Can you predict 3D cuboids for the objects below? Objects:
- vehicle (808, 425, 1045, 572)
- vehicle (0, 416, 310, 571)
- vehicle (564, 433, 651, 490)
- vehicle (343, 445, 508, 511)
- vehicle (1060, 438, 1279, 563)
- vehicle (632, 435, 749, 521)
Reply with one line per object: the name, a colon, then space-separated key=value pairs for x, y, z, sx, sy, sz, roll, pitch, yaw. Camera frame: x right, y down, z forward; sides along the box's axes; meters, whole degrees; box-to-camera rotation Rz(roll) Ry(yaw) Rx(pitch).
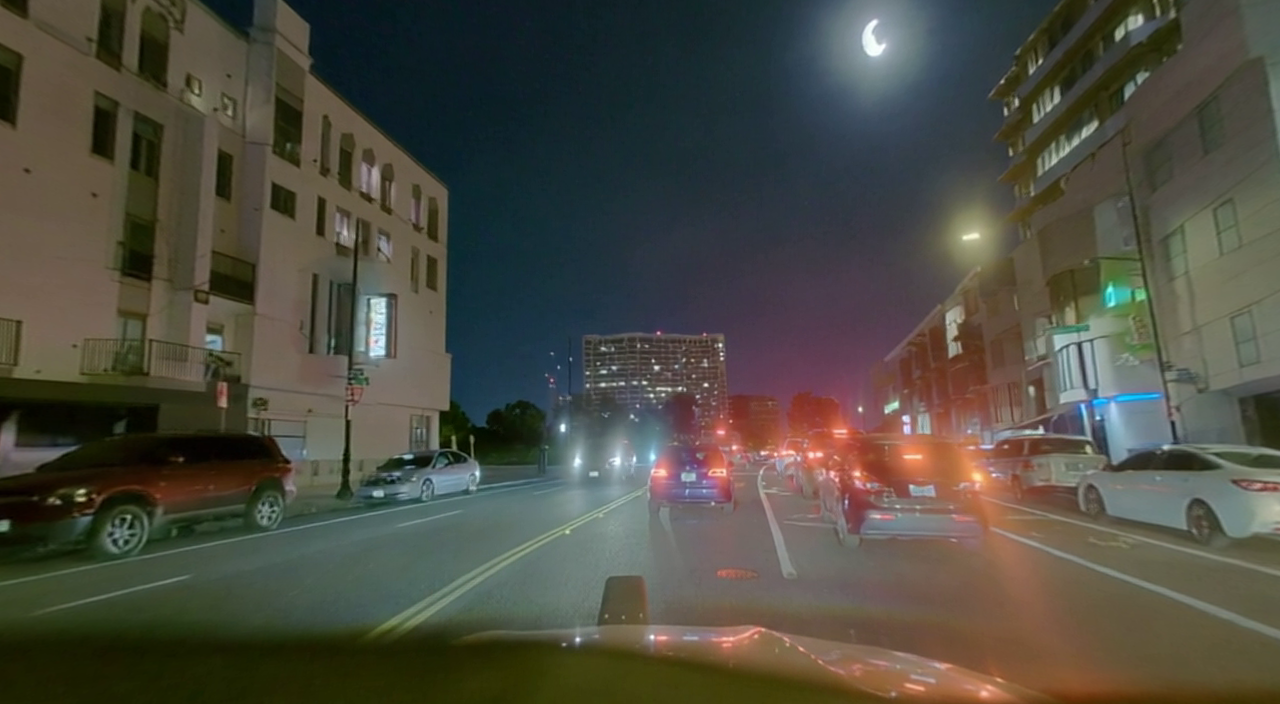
vehicle: x=3.585 y=1.855 z=8.826 sx=1.982 sy=1.510 sz=4.144 roll=-2 pitch=-8 yaw=10
vehicle: x=-7.671 y=2.096 z=9.895 sx=1.934 sy=1.770 sz=4.546 roll=-9 pitch=-9 yaw=10
vehicle: x=-0.996 y=3.731 z=21.807 sx=2.030 sy=1.730 sz=4.453 roll=-2 pitch=-9 yaw=10
vehicle: x=-5.483 y=3.242 z=16.843 sx=1.928 sy=1.503 sz=4.322 roll=-3 pitch=-9 yaw=17
vehicle: x=8.828 y=2.123 z=9.880 sx=1.901 sy=1.500 sz=4.729 roll=-1 pitch=-8 yaw=10
vehicle: x=1.168 y=2.469 z=12.905 sx=2.031 sy=1.461 sz=3.763 roll=-1 pitch=-8 yaw=9
